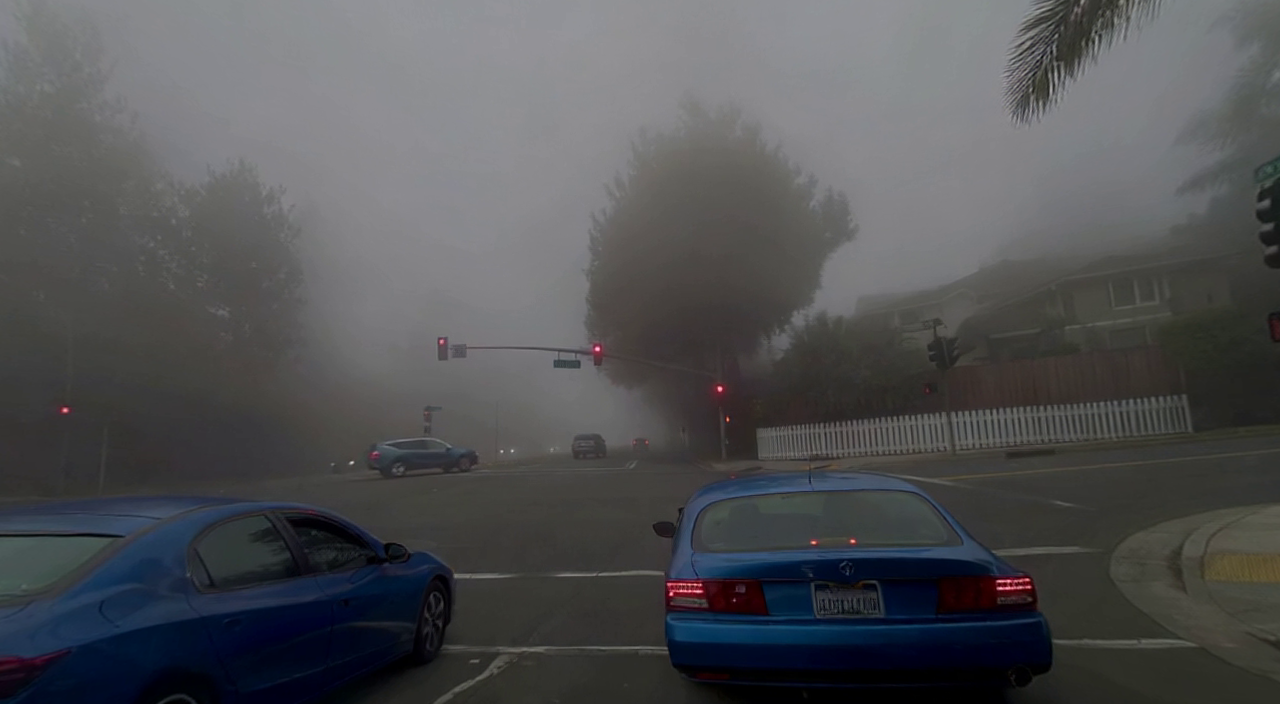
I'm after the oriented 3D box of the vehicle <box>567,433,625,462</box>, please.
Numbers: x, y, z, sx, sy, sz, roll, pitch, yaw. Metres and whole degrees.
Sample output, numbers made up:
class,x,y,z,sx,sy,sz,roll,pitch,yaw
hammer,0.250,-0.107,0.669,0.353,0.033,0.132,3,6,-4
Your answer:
class,x,y,z,sx,sy,sz,roll,pitch,yaw
vehicle,-2.822,6.347,42.034,2.393,1.775,5.204,-2,-9,14

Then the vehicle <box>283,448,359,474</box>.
class,x,y,z,sx,sy,sz,roll,pitch,yaw
vehicle,-19.963,6.828,39.798,2.084,1.528,4.778,-1,-9,2

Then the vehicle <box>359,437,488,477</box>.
class,x,y,z,sx,sy,sz,roll,pitch,yaw
vehicle,-9.076,4.429,26.862,2.083,1.541,4.777,-7,-11,38
